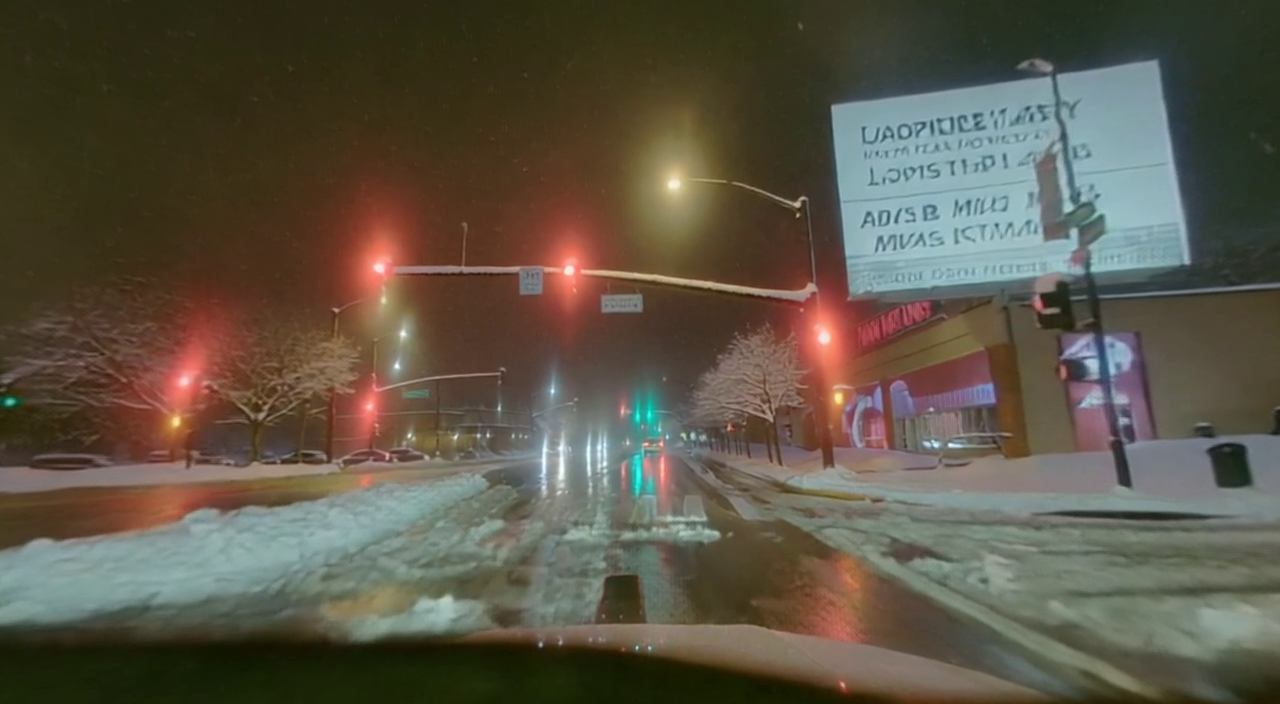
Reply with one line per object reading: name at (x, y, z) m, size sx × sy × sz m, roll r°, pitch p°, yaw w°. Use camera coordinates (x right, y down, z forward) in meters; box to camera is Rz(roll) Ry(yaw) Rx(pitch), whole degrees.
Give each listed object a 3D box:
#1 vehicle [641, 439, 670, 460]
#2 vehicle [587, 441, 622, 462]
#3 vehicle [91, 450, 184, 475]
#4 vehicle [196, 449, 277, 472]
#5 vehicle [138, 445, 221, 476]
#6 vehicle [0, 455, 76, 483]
vehicle at (1.171, 7.462, 48.306) m, size 2.168 × 1.545 × 4.047 m, roll 0°, pitch -9°, yaw 1°
vehicle at (-2.489, 7.130, 45.335) m, size 1.962 × 1.420 × 4.021 m, roll -1°, pitch -9°, yaw 4°
vehicle at (-33.785, 7.412, 42.611) m, size 1.802 × 1.549 × 4.439 m, roll -5°, pitch -10°, yaw 27°
vehicle at (-28.525, 7.662, 44.829) m, size 1.755 × 1.445 × 4.485 m, roll -6°, pitch -10°, yaw 30°
vehicle at (-28.252, 6.632, 38.870) m, size 1.643 × 1.755 × 3.666 m, roll -5°, pitch -10°, yaw 34°
vehicle at (-34.495, 6.468, 34.888) m, size 1.826 × 1.432 × 4.530 m, roll -5°, pitch -10°, yaw 29°
